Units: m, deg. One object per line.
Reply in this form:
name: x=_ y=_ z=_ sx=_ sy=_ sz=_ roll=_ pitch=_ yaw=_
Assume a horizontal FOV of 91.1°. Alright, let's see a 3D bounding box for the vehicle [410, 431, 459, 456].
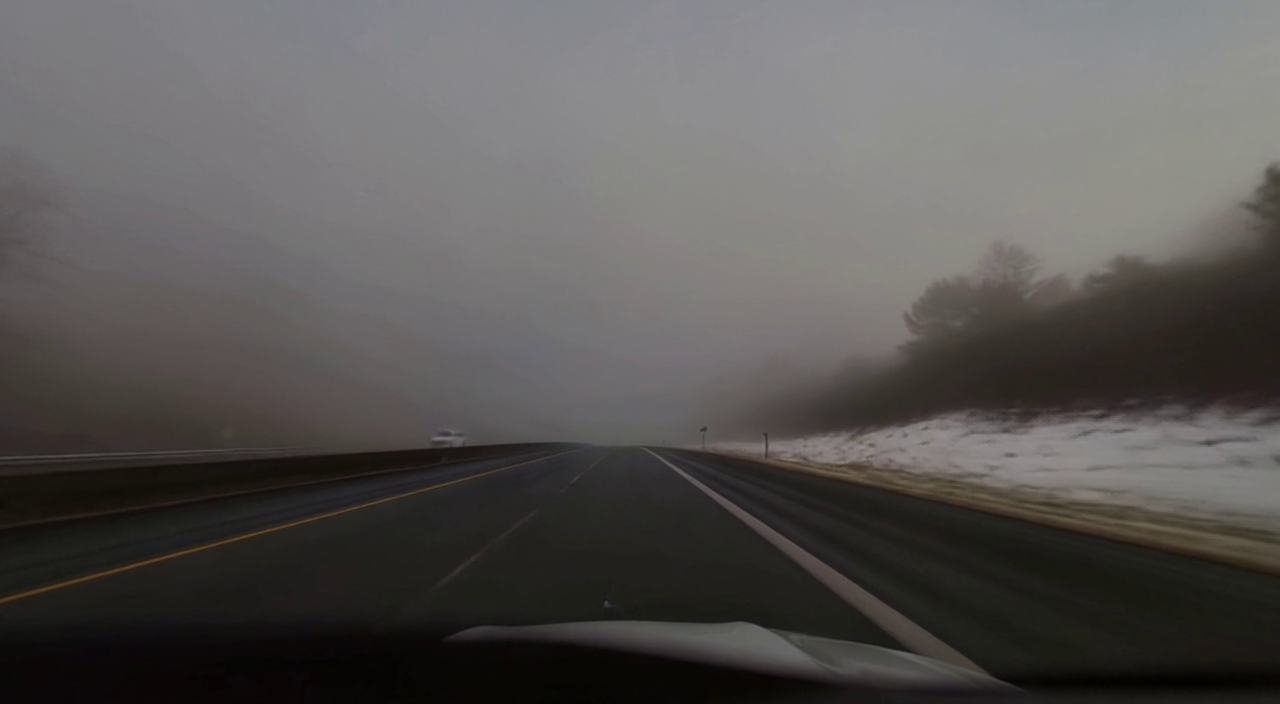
vehicle: x=-14.338 y=6.369 z=44.043 sx=1.954 sy=1.659 sz=4.349 roll=0 pitch=-8 yaw=0
